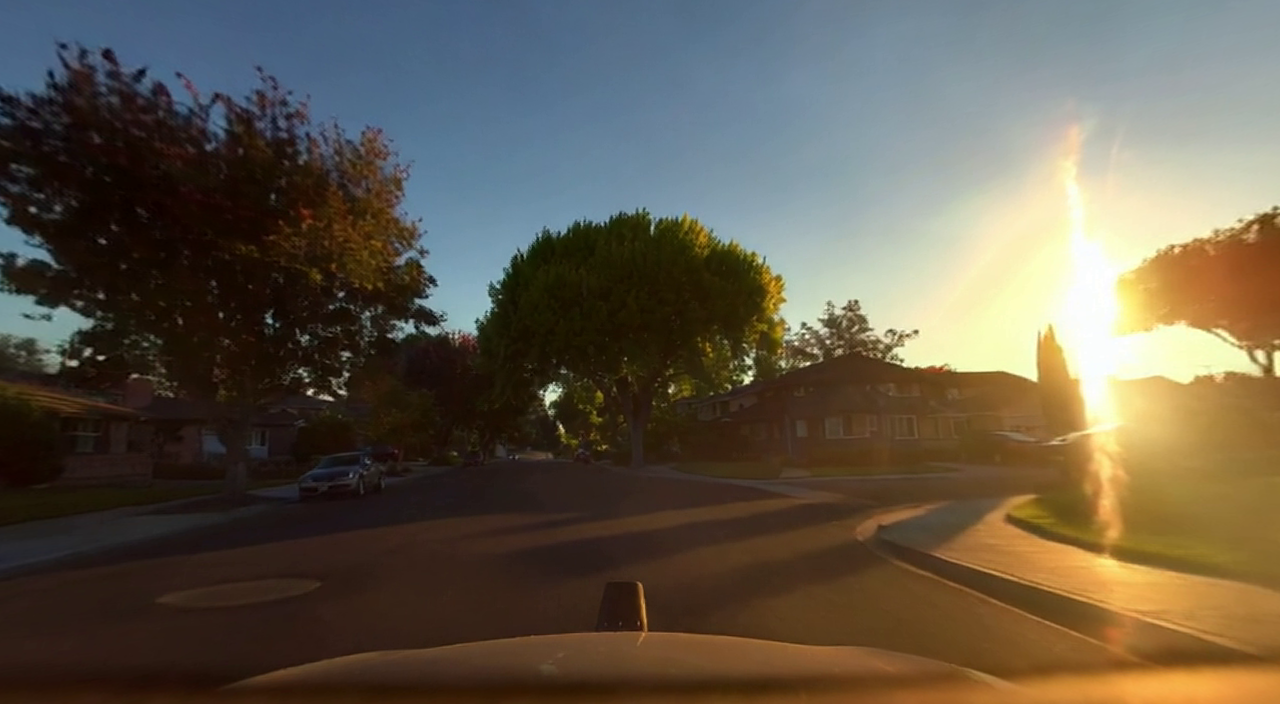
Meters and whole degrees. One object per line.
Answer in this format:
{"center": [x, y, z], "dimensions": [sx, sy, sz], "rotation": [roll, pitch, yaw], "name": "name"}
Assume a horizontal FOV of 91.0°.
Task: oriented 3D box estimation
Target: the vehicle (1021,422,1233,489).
{"center": [14.330, 3.027, 18.658], "dimensions": [4.933, 1.817, 2.014], "rotation": [1, -9, -9], "name": "vehicle"}

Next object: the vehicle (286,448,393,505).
{"center": [-9.493, 3.928, 20.280], "dimensions": [1.938, 1.499, 4.290], "rotation": [-2, -9, -9], "name": "vehicle"}
